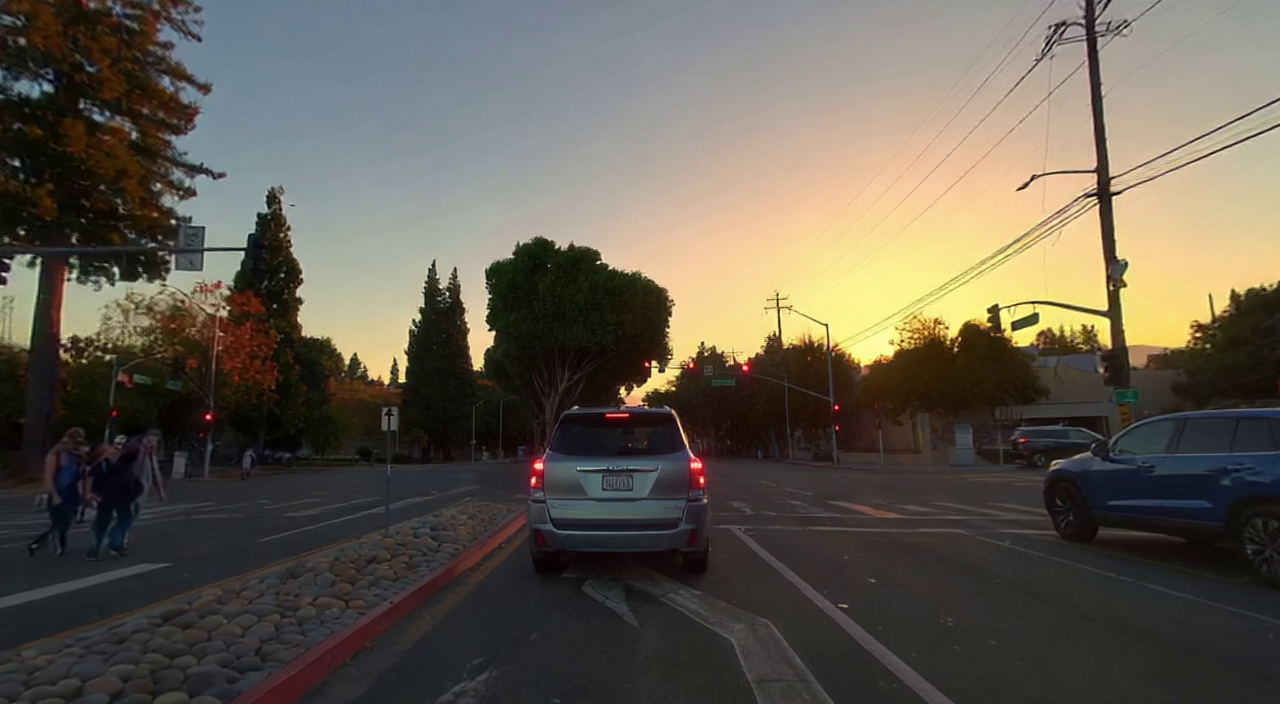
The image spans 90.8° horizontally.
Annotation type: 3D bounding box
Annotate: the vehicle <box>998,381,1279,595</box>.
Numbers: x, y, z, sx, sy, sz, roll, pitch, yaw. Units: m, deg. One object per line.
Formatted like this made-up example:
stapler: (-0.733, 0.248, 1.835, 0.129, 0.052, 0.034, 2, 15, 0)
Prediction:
vehicle: (6.583, 1.437, 7.231, 2.119, 1.827, 4.806, 0, -9, 0)

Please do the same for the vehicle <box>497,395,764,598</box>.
vehicle: (-0.108, 1.559, 7.635, 2.285, 1.729, 4.252, 0, -9, -1)
